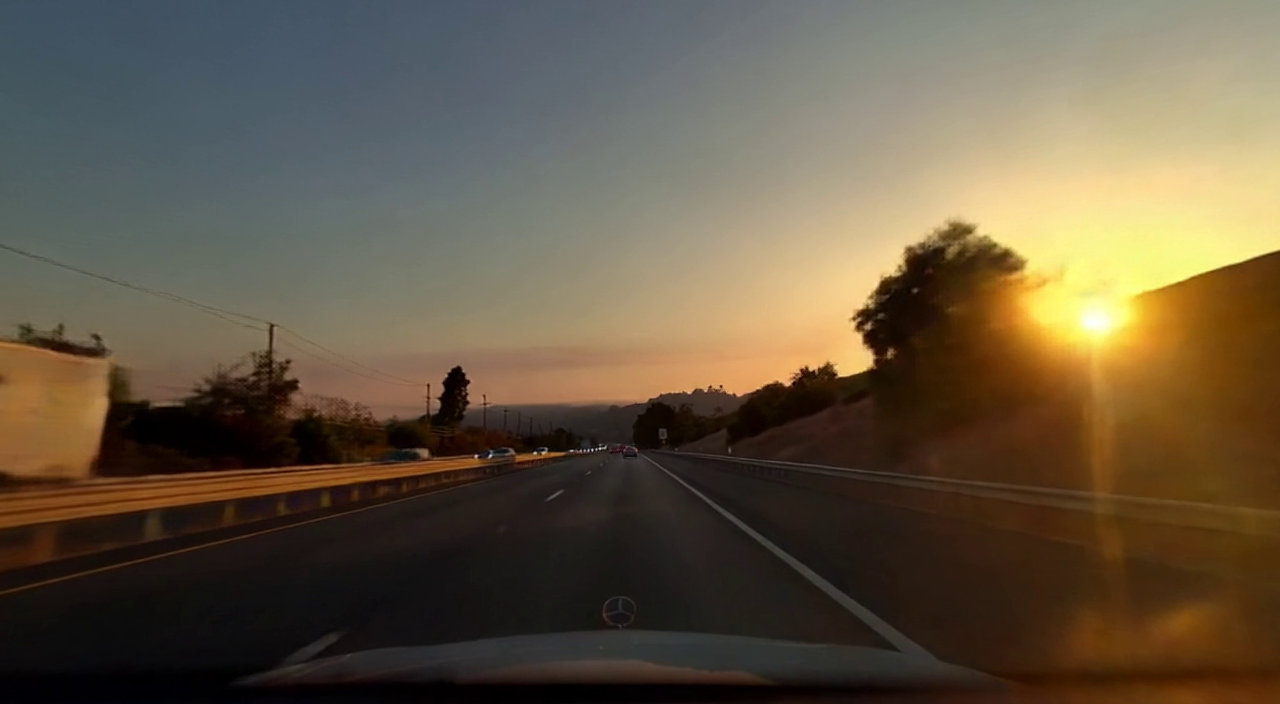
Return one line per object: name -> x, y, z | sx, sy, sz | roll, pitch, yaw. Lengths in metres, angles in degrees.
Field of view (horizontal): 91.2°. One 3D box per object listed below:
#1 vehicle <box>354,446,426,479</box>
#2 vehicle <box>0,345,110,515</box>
vehicle -> -13.442, 5.940, 34.010 | 2.103, 1.607, 4.448 | 0, -9, -1
vehicle -> -17.171, 1.333, 11.515 | 3.040, 4.147, 13.999 | 0, -9, -2
